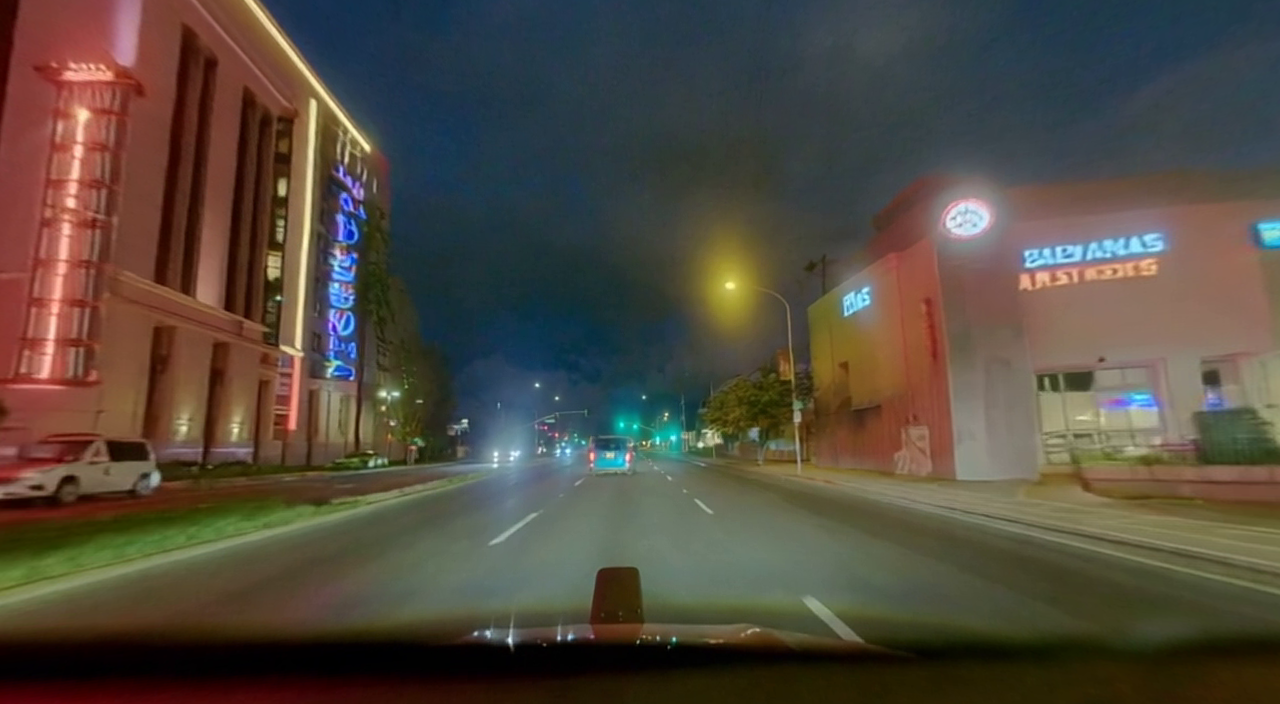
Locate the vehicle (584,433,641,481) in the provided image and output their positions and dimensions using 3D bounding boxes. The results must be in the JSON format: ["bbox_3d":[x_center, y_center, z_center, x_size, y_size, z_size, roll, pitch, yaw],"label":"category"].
[{"bbox_3d":[-1.002,4.122,24.987,2.080,1.722,3.766,0,-8,0],"label":"vehicle"}]

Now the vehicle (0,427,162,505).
[{"bbox_3d":[-17.953,3.494,19.761,2.112,2.138,4.888,0,-8,-2],"label":"vehicle"}]
